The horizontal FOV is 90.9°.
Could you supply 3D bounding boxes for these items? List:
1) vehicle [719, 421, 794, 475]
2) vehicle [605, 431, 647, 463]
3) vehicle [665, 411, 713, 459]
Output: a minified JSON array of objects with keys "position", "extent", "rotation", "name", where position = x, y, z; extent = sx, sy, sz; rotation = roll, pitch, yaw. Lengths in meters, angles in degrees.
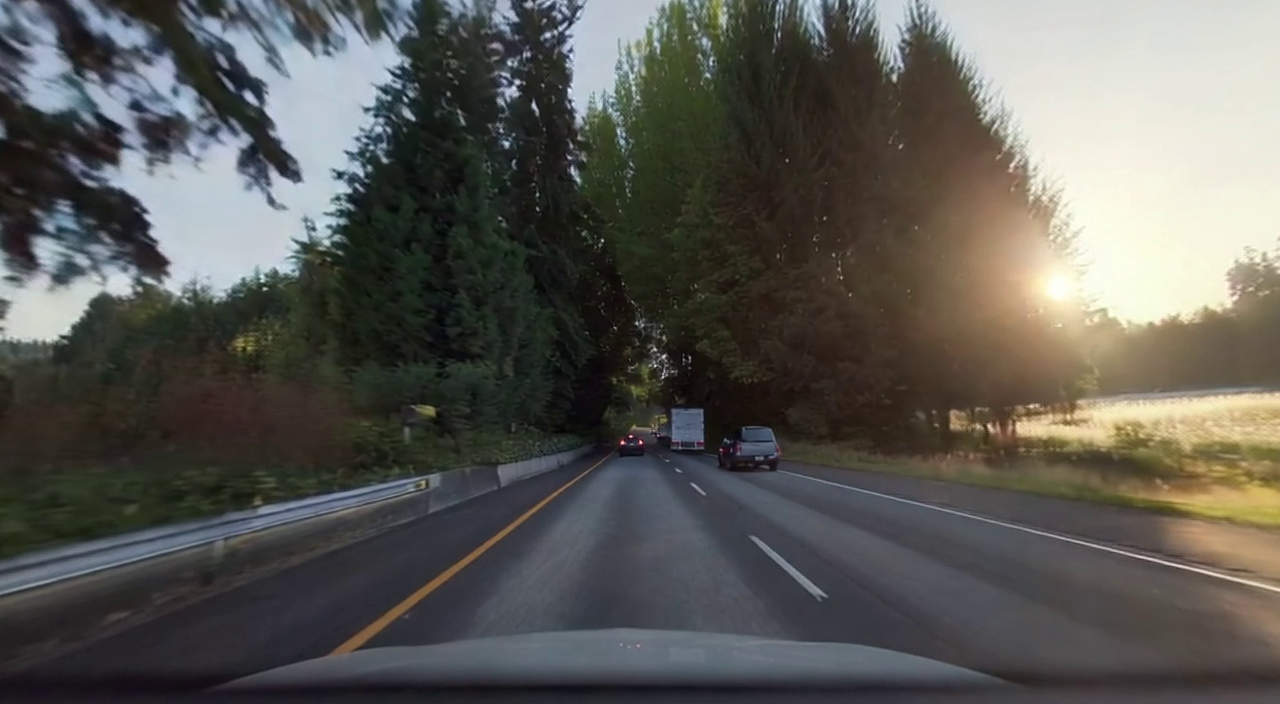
[{"position":[4.458,3.741,24.867],"extent":[2.073,1.905,4.023],"rotation":[0,-8,-2],"name":"vehicle"},{"position":[-0.769,5.288,35.339],"extent":[2.206,1.681,4.111],"rotation":[0,-8,-1],"name":"vehicle"},{"position":[3.256,5.787,43.871],"extent":[2.728,3.053,7.708],"rotation":[0,-8,0],"name":"vehicle"}]
